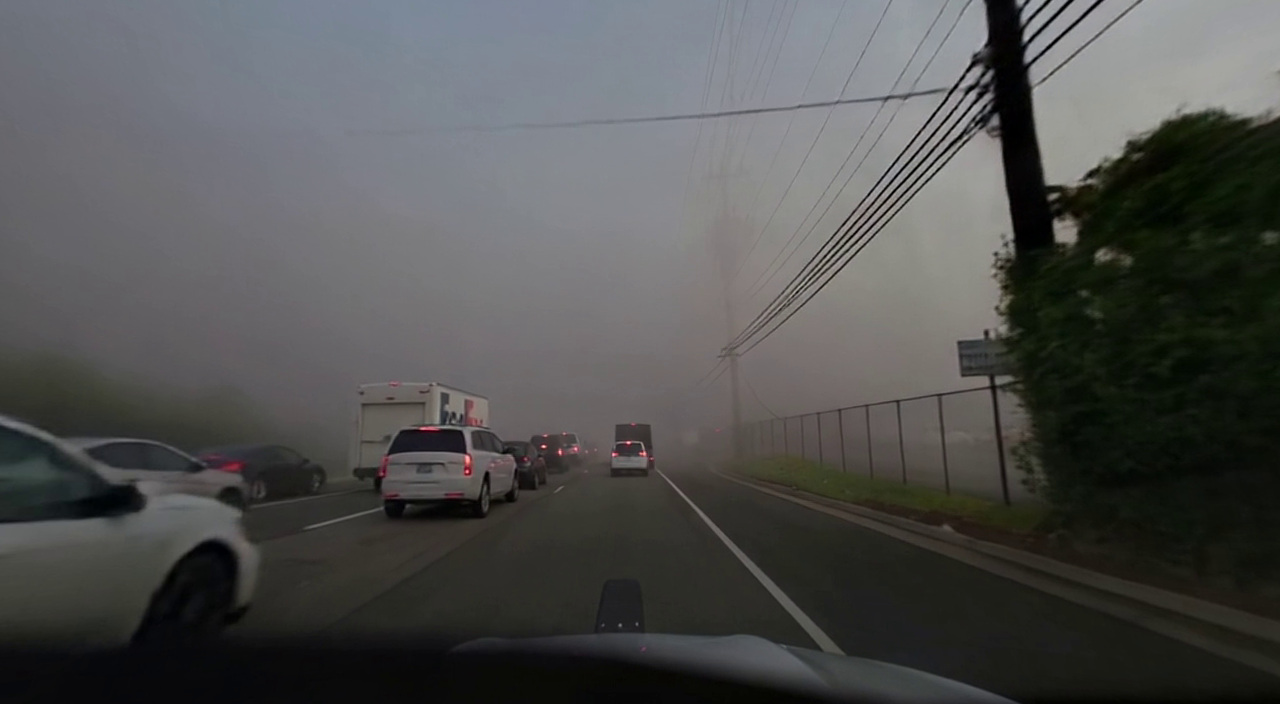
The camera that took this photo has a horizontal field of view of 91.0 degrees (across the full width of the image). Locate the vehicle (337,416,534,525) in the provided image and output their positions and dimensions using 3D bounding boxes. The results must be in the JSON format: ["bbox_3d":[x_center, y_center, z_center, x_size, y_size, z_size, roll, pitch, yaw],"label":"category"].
[{"bbox_3d":[-3.819,2.326,12.942,2.263,1.803,4.868,0,-8,2],"label":"vehicle"}]

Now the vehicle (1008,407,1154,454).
[{"bbox_3d":[32.728,5.881,46.905,8.848,3.271,2.774,0,-9,-5],"label":"vehicle"}]

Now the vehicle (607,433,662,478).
[{"bbox_3d":[-0.241,4.203,25.696,2.055,1.671,4.147,0,-8,-1],"label":"vehicle"}]

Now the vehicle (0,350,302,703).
[{"bbox_3d":[-3.392,0.766,1.820,2.057,1.673,4.934,0,-8,0],"label":"vehicle"}]
